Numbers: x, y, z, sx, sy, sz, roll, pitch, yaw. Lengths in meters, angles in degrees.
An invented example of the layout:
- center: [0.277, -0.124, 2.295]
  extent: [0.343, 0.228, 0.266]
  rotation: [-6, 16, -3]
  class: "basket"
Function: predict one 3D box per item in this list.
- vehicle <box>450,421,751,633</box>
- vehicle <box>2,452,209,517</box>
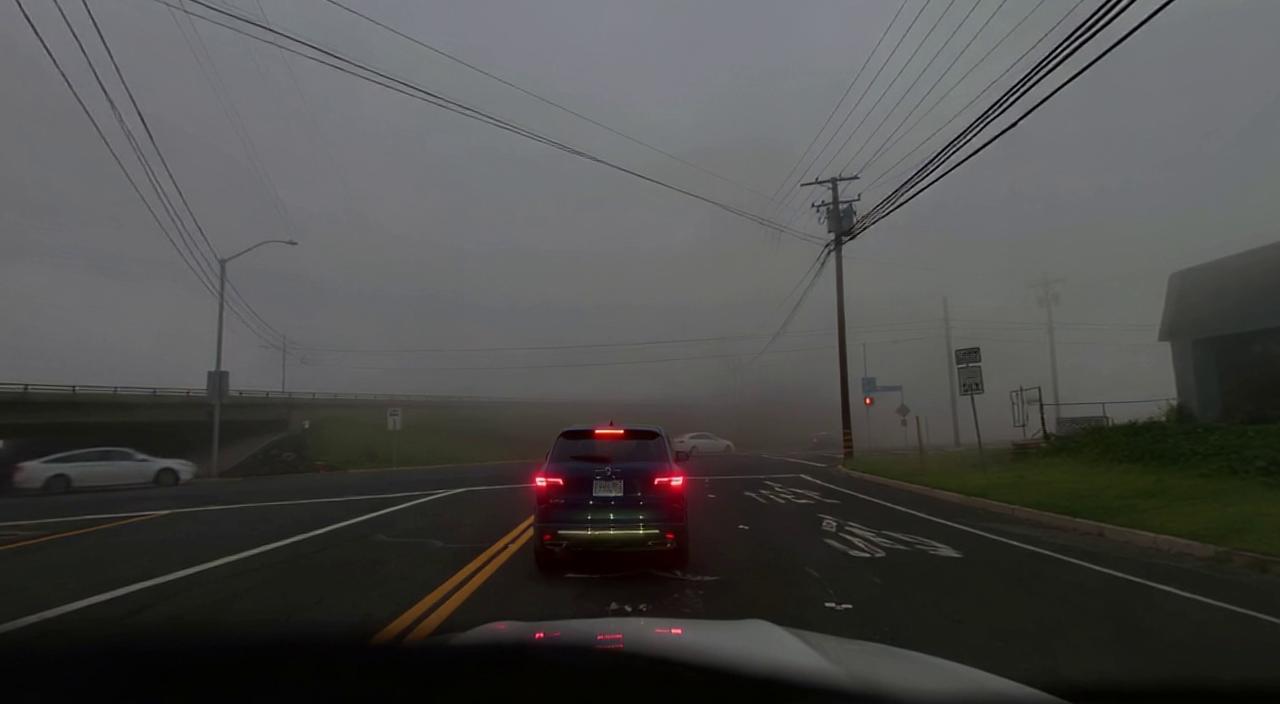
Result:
- center: [-0.240, 1.528, 6.471]
  extent: [2.090, 1.458, 4.033]
  rotation: [-1, -9, 1]
  class: "vehicle"
- center: [-15.850, 3.862, 18.886]
  extent: [4.435, 1.637, 1.901]
  rotation: [8, -12, -44]
  class: "vehicle"
